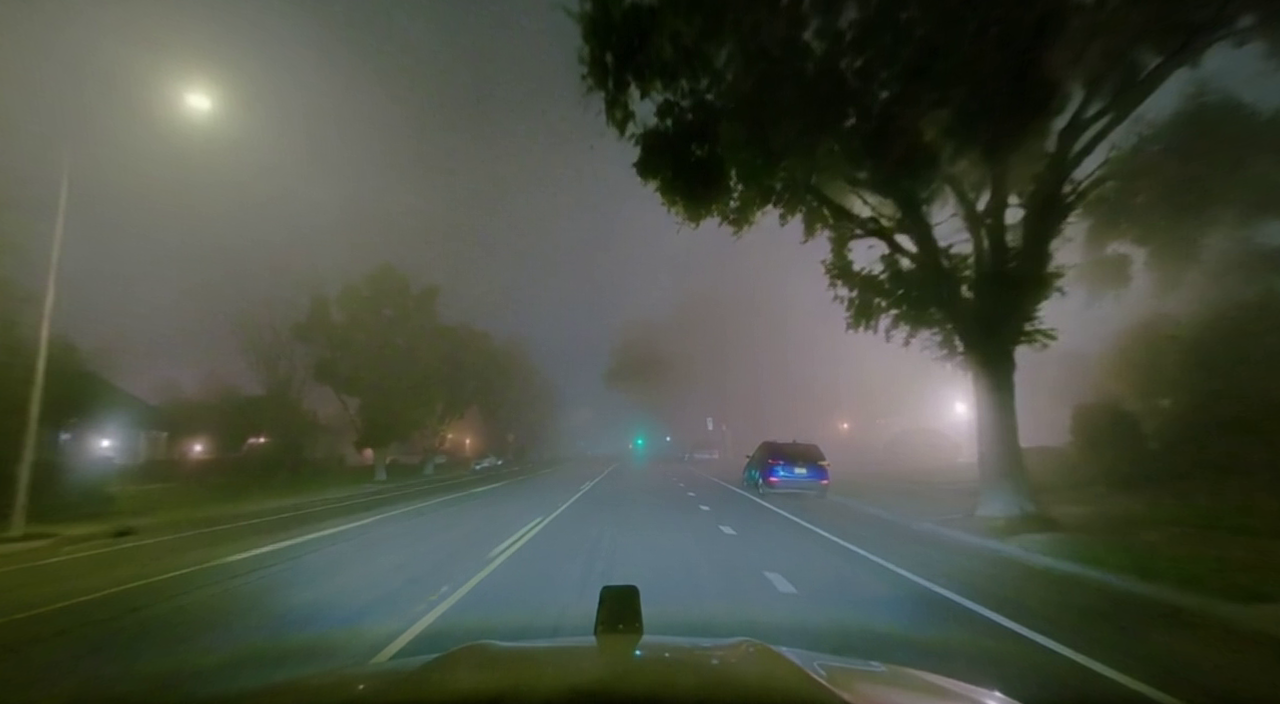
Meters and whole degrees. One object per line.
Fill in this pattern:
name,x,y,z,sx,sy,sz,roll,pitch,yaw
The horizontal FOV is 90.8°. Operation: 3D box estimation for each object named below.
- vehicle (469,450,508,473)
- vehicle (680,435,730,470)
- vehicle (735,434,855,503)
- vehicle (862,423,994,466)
vehicle,-11.010,8.000,46.269,1.815,1.532,4.517,0,-8,-2
vehicle,3.902,6.156,38.856,2.319,1.938,5.961,0,-8,-1
vehicle,4.096,3.164,17.609,2.173,1.656,4.514,0,-8,-1
vehicle,12.166,3.956,26.934,4.660,1.749,1.893,0,-8,-2
